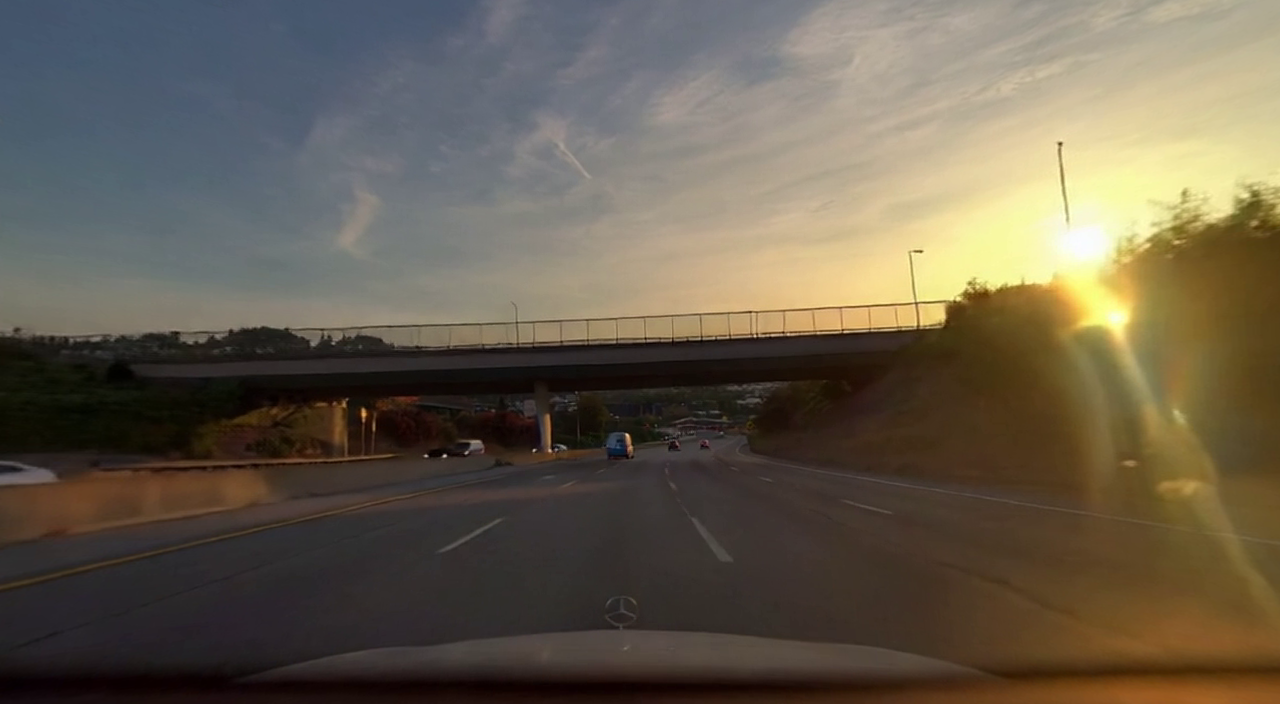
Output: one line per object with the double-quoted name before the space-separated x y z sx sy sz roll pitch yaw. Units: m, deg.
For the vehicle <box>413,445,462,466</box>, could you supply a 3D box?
"vehicle" -15.805 8.055 49.522 1.978 1.510 4.771 -1 -8 4
